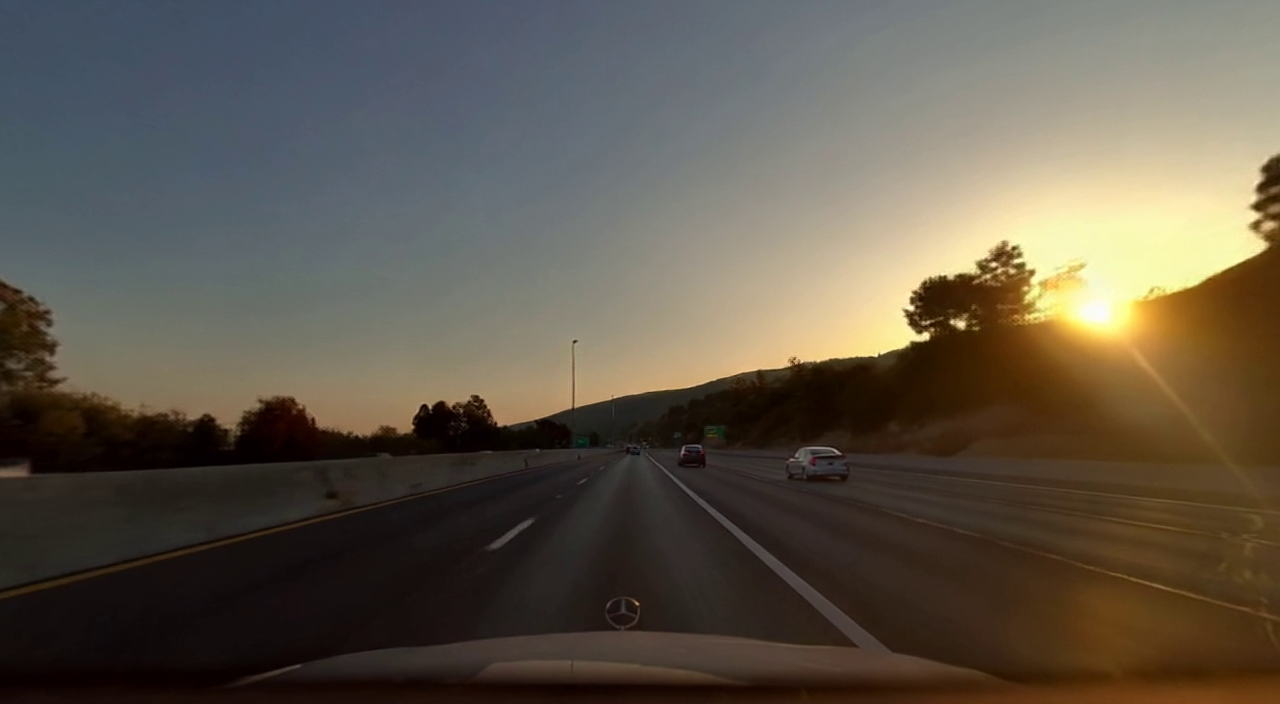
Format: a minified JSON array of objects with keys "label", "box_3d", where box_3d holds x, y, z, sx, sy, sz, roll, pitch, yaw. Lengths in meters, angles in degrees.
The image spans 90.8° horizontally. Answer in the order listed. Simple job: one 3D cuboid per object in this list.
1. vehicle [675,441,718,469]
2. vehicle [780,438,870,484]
[{"label":"vehicle","box_3d":[3.265,6.049,37.337,2.056,1.553,4.320,0,-8,-1]},{"label":"vehicle","box_3d":[6.690,3.977,23.290,2.038,1.528,3.910,0,-9,-1]}]
